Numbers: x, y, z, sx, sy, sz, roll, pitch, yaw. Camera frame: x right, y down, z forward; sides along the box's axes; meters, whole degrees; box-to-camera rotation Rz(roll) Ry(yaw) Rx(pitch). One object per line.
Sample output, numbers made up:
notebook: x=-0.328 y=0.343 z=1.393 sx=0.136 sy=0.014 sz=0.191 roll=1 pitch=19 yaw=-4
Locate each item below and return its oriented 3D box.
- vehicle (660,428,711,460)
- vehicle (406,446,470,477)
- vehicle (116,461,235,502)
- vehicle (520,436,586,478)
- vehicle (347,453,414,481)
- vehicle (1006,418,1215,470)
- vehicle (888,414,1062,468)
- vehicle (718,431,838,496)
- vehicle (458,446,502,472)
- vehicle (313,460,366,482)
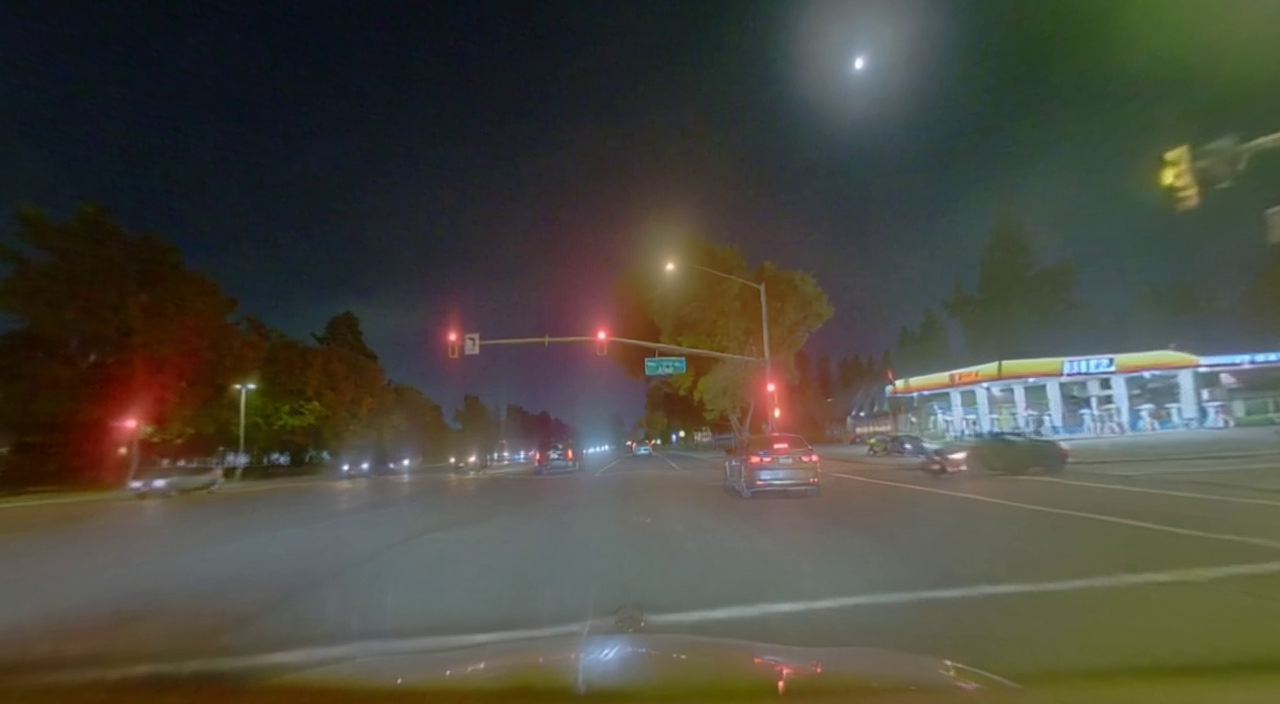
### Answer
vehicle: x=3.341 y=6.996 z=47.784 sx=3.245 sy=2.199 sz=6.295 roll=0 pitch=-9 yaw=-1
vehicle: x=-11.504 y=6.220 z=36.231 sx=2.091 sy=1.644 sz=4.645 roll=0 pitch=-9 yaw=1
vehicle: x=-22.146 y=6.158 z=30.332 sx=2.061 sy=1.643 sz=4.614 roll=0 pitch=-9 yaw=2
vehicle: x=-3.810 y=4.716 z=28.469 sx=2.250 sy=1.713 sz=4.422 roll=0 pitch=-9 yaw=1
vehicle: x=-15.212 y=6.730 z=37.209 sx=1.933 sy=1.472 sz=4.500 roll=0 pitch=-9 yaw=2
vehicle: x=14.245 y=2.806 z=19.296 sx=4.776 sy=1.486 sz=2.138 roll=1 pitch=-9 yaw=-4
vehicle: x=12.397 y=3.359 z=23.659 sx=5.156 sy=1.917 sz=2.308 roll=0 pitch=-9 yaw=2
vehicle: x=3.485 y=2.924 z=16.909 sx=2.095 sy=1.475 sz=4.686 roll=0 pitch=-9 yaw=-1
vehicle: x=-11.172 y=7.491 z=44.287 sx=1.909 sy=1.467 sz=4.522 roll=-2 pitch=-6 yaw=0
vehicle: x=-21.990 y=8.674 z=46.222 sx=1.745 sy=1.405 sz=4.229 roll=0 pitch=-9 yaw=1
